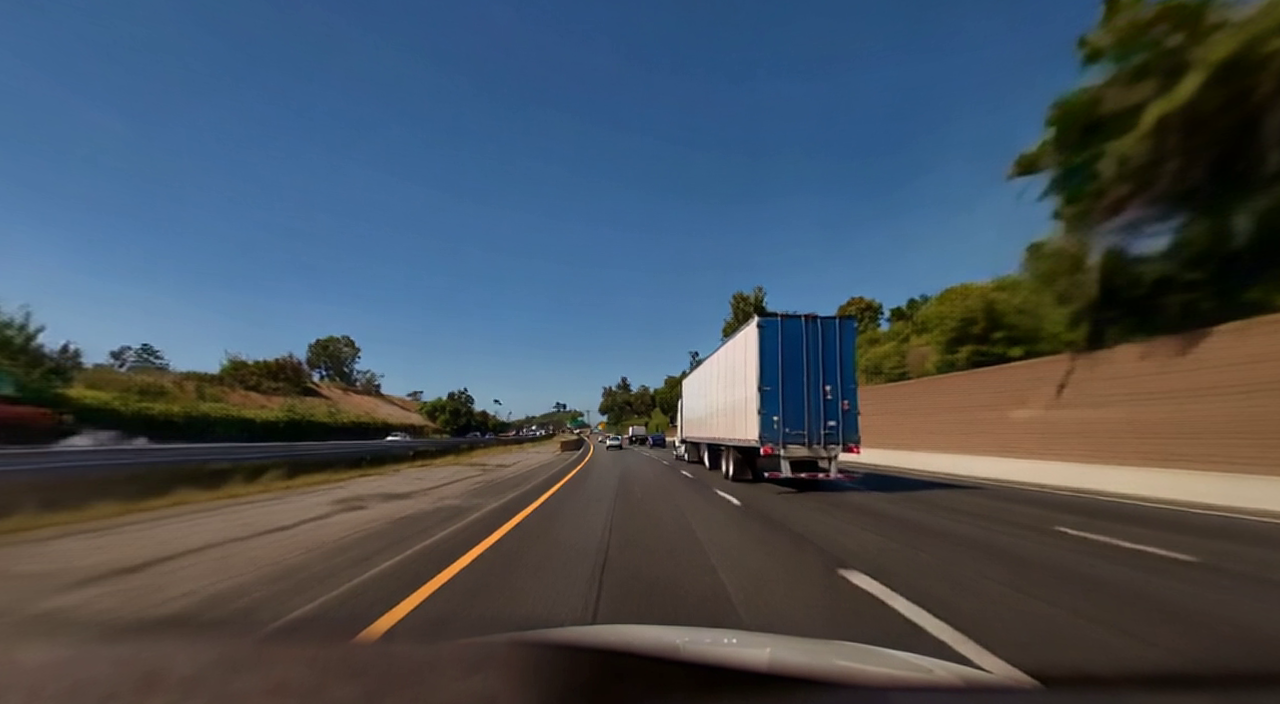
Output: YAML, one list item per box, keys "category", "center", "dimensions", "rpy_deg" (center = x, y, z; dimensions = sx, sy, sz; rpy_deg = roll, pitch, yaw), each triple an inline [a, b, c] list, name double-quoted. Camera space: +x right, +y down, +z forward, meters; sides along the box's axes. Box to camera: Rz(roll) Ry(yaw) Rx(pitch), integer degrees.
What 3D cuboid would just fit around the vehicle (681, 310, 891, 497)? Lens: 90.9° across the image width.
- category: "vehicle"
  center: [3.599, 1.987, 20.767]
  dimensions: [2.965, 4.033, 14.299]
  rpy_deg: [0, -7, -2]
